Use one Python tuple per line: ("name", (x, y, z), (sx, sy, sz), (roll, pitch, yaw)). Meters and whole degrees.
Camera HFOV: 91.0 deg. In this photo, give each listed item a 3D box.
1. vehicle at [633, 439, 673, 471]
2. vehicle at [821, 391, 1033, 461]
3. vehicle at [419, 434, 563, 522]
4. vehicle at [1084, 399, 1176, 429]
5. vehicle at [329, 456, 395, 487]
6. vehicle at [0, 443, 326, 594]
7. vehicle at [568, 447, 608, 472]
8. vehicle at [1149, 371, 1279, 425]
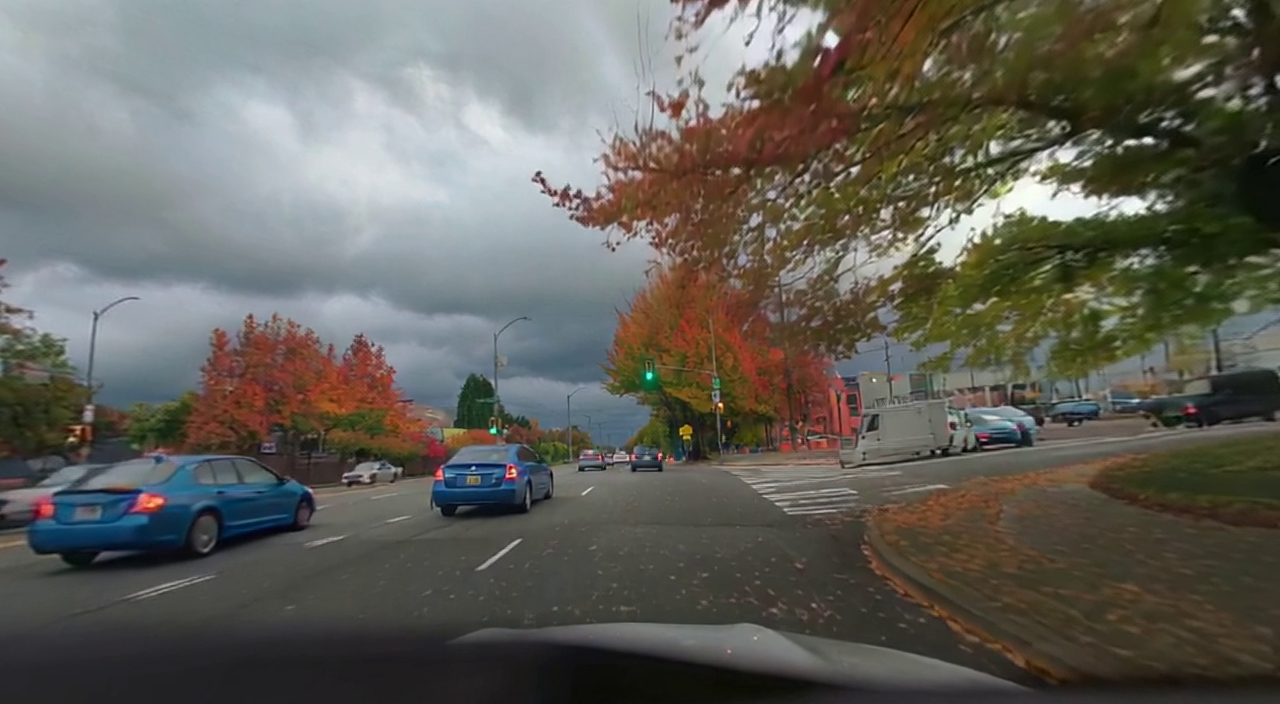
("vehicle", (0.706, 5.906, 36.300), (2.144, 1.704, 4.028), (1, -8, 0))
("vehicle", (10.188, 2.711, 22.774), (6.464, 2.280, 2.483), (1, -8, -4))
("vehicle", (-3.183, 2.782, 14.581), (2.085, 1.663, 4.513), (1, -8, 2))
("vehicle", (33.073, 4.221, 42.634), (1.936, 1.662, 4.334), (0, -9, -30))
("vehicle", (-18.559, 7.951, 42.325), (2.031, 1.818, 4.887), (1, -8, 2))
("vehicle", (-6.670, 2.147, 9.117), (1.932, 1.596, 4.247), (1, -8, 1))
("vehicle", (-3.301, 6.926, 40.762), (2.068, 1.482, 4.490), (1, -8, 2))
("vehicle", (21.765, 1.715, 22.880), (4.625, 1.760, 2.065), (1, -8, 3))
